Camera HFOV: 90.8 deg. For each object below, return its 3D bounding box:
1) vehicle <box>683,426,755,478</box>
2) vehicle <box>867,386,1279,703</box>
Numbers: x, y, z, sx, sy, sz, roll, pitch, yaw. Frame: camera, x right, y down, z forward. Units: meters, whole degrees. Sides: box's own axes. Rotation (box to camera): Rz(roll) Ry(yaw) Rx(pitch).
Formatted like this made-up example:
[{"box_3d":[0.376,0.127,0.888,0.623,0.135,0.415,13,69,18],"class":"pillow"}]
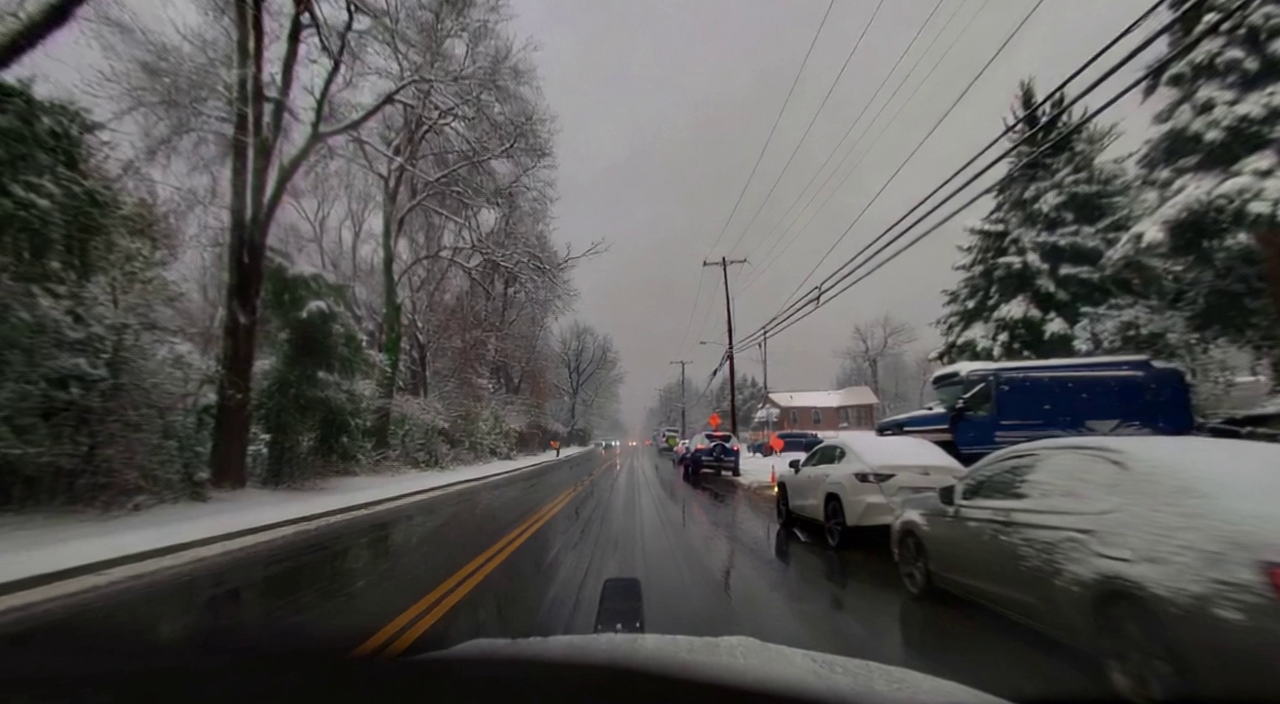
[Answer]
[{"box_3d":[3.145,4.153,26.329,2.293,1.957,4.934,0,-9,0],"class":"vehicle"},{"box_3d":[3.282,1.122,3.811,2.019,1.517,4.434,0,-9,-2],"class":"vehicle"}]
